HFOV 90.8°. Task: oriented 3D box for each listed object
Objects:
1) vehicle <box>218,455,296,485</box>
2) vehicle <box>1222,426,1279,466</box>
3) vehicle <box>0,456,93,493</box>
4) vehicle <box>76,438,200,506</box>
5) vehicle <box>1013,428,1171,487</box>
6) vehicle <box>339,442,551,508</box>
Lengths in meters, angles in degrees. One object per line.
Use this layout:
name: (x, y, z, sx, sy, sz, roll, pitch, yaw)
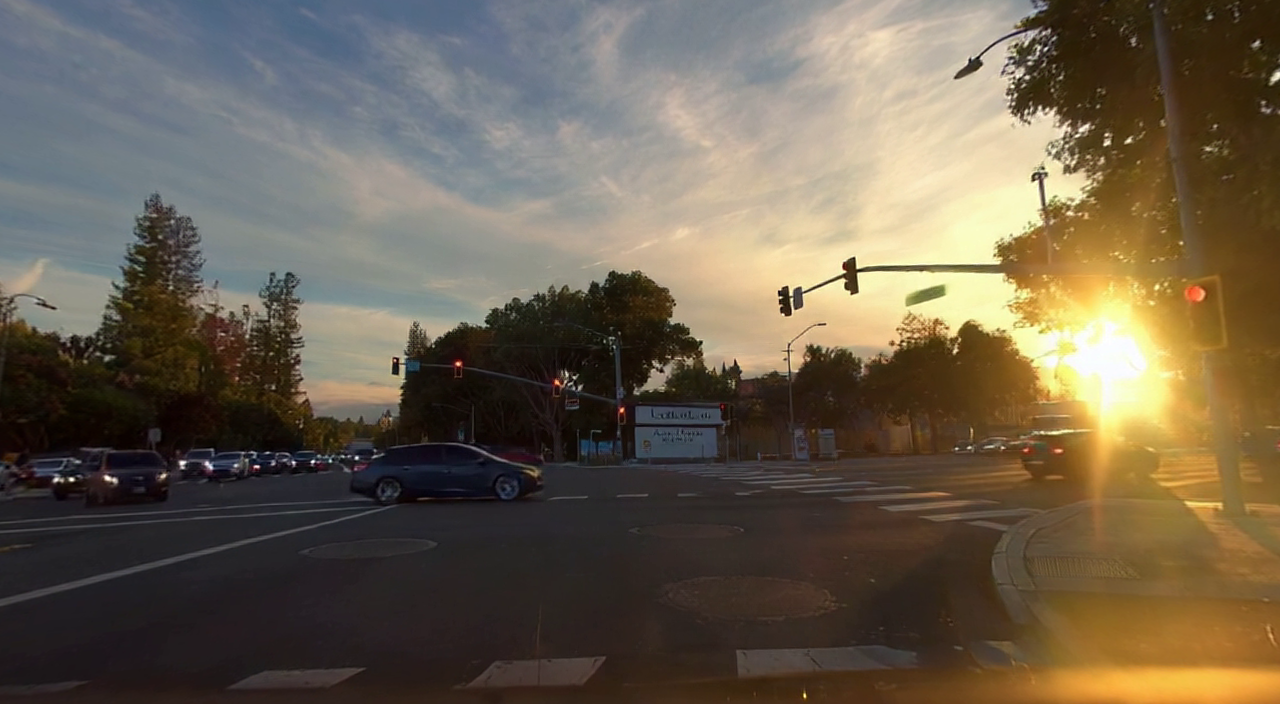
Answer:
vehicle: (-20.724, 6.378, 34.425, 1.999, 1.468, 4.702, 1, -9, -10)
vehicle: (29.933, 4.459, 30.039, 4.619, 1.759, 2.101, 5, -10, -34)
vehicle: (-31.196, 6.263, 32.629, 2.142, 1.723, 4.692, 1, -9, -9)
vehicle: (-16.771, 3.954, 21.504, 2.358, 1.937, 5.896, 5, -10, -30)
vehicle: (13.767, 3.177, 19.234, 4.281, 1.621, 1.903, 4, -9, -25)
vehicle: (-4.813, 3.023, 15.814, 4.728, 1.471, 1.957, -3, -9, 15)
